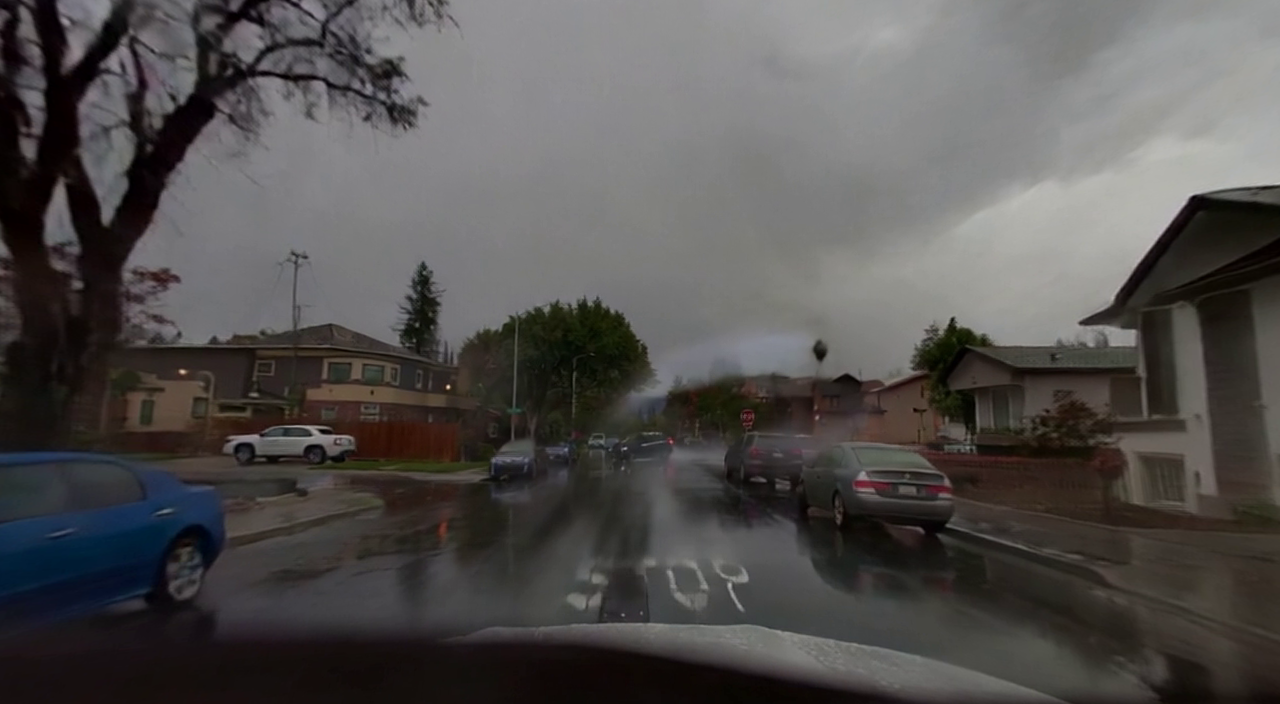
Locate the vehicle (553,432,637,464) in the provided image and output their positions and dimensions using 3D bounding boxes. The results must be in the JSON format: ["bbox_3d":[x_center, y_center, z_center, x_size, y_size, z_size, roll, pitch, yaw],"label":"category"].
[{"bbox_3d":[-3.178,6.553,42.838,2.337,2.039,6.413,7,-11,-40],"label":"vehicle"}]

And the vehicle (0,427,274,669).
[{"bbox_3d":[-4.931,1.295,4.385,1.909,1.492,4.615,0,-9,1],"label":"vehicle"}]

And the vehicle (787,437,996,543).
[{"bbox_3d":[4.092,2.295,11.140,1.876,1.477,4.324,0,-9,0],"label":"vehicle"}]

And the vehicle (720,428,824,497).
[{"bbox_3d":[3.822,3.261,19.035,2.144,1.751,4.472,2,-8,0],"label":"vehicle"}]

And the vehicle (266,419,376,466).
[{"bbox_3d":[-15.359,4.443,30.719,2.320,2.030,5.730,0,-9,0],"label":"vehicle"}]

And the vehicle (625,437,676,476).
[{"bbox_3d":[0.420,4.447,26.894,2.010,1.499,4.107,0,-9,0],"label":"vehicle"}]

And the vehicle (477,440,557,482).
[{"bbox_3d":[-4.648,4.201,24.453,1.999,1.441,4.628,-1,-9,3],"label":"vehicle"}]
